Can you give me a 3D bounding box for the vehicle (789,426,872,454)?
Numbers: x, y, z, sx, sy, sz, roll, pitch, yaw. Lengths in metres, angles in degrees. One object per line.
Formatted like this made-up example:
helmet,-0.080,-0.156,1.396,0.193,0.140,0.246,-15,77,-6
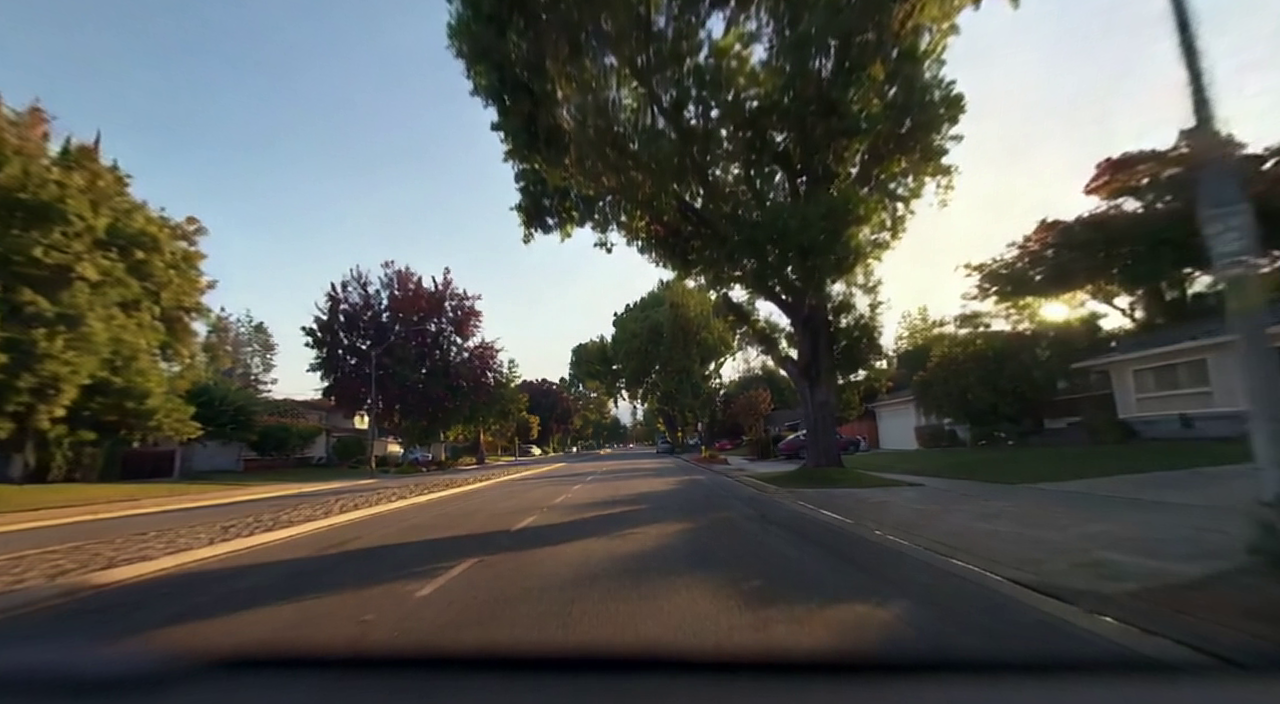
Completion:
vehicle,11.851,5.537,39.552,4.545,1.680,2.001,-1,-8,4
